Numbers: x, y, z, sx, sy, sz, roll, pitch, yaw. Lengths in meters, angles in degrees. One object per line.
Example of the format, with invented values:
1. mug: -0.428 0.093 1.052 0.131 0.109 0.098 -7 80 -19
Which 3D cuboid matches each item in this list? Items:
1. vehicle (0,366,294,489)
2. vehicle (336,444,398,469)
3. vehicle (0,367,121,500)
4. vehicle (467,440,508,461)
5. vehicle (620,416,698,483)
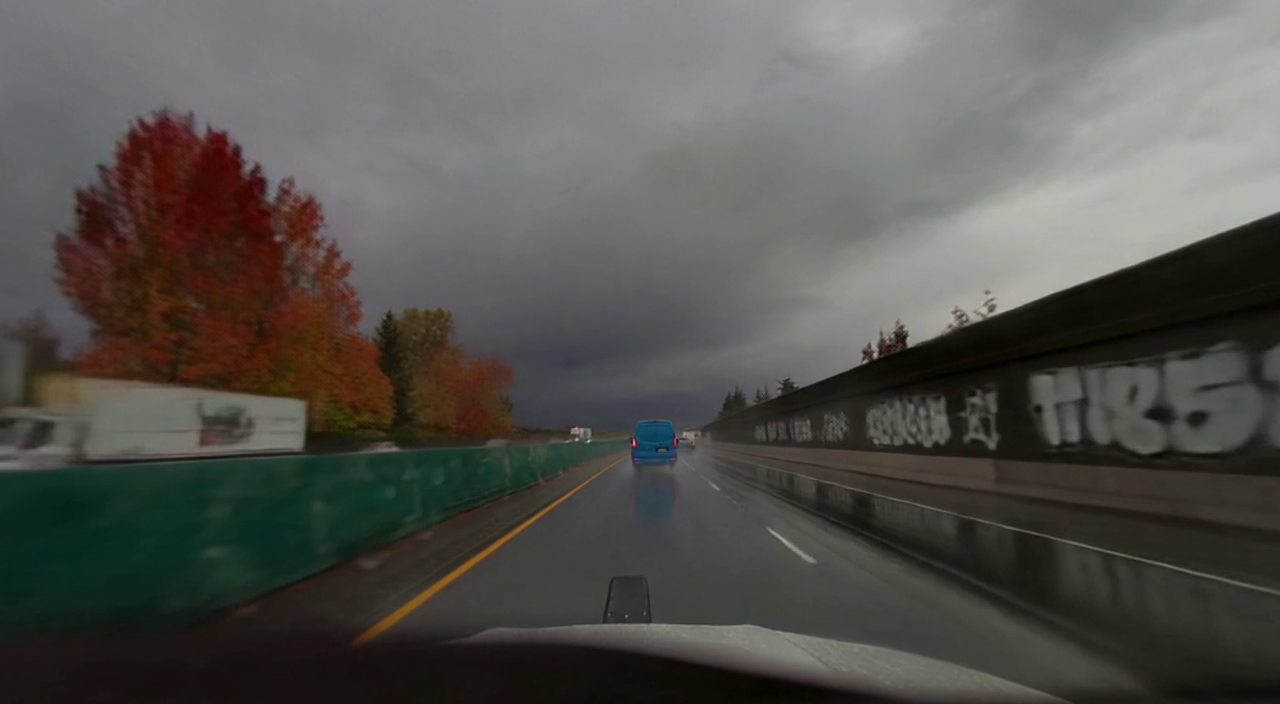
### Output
1. vehicle: -21.014 3.515 28.064 2.948 4.094 14.078 0 -8 1
2. vehicle: -16.687 6.391 38.613 1.826 1.450 4.080 0 -8 2
3. vehicle: -21.032 2.718 20.939 2.894 4.043 4.966 1 -8 1
4. vehicle: -11.966 7.744 49.620 1.956 1.510 4.329 0 -8 2
5. vehicle: 0.544 3.174 20.618 2.283 1.956 4.421 0 -8 0
